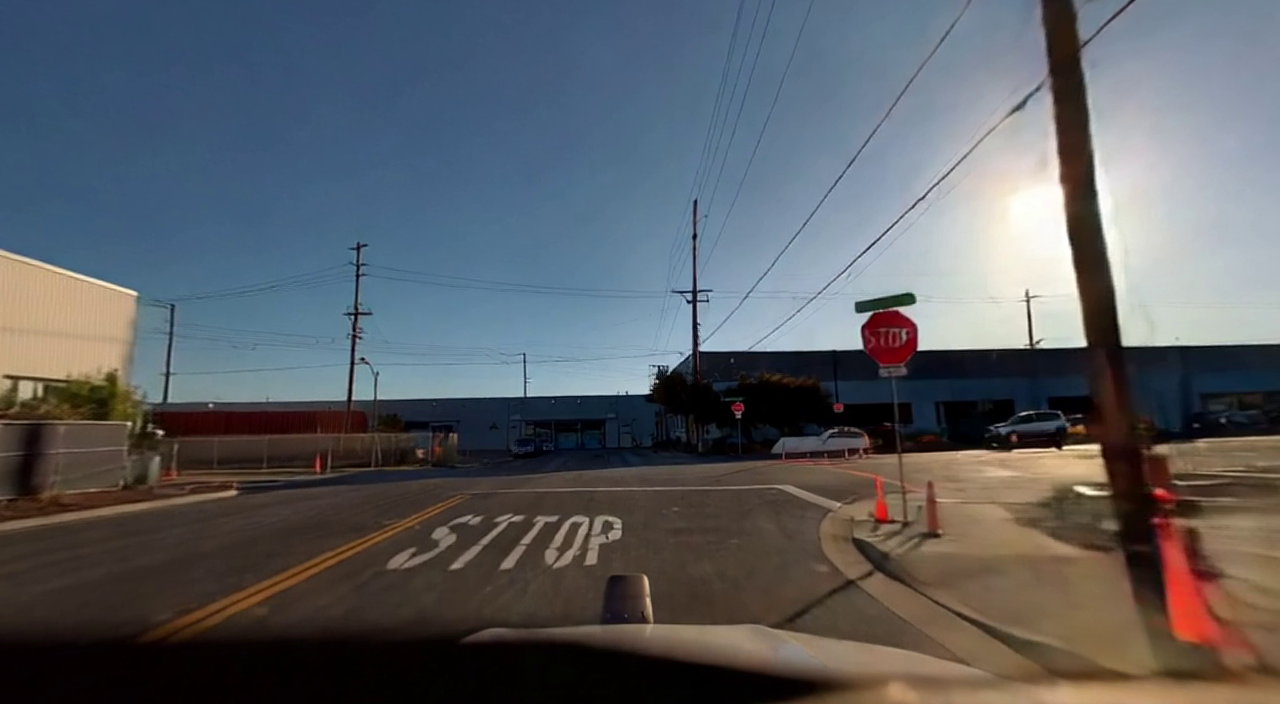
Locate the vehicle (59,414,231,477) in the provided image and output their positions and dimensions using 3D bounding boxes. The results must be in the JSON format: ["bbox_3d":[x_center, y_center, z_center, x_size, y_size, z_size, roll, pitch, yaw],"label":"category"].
[{"bbox_3d":[-26.600,5.097,34.092,6.847,2.992,3.170,-3,-10,7],"label":"vehicle"}]
